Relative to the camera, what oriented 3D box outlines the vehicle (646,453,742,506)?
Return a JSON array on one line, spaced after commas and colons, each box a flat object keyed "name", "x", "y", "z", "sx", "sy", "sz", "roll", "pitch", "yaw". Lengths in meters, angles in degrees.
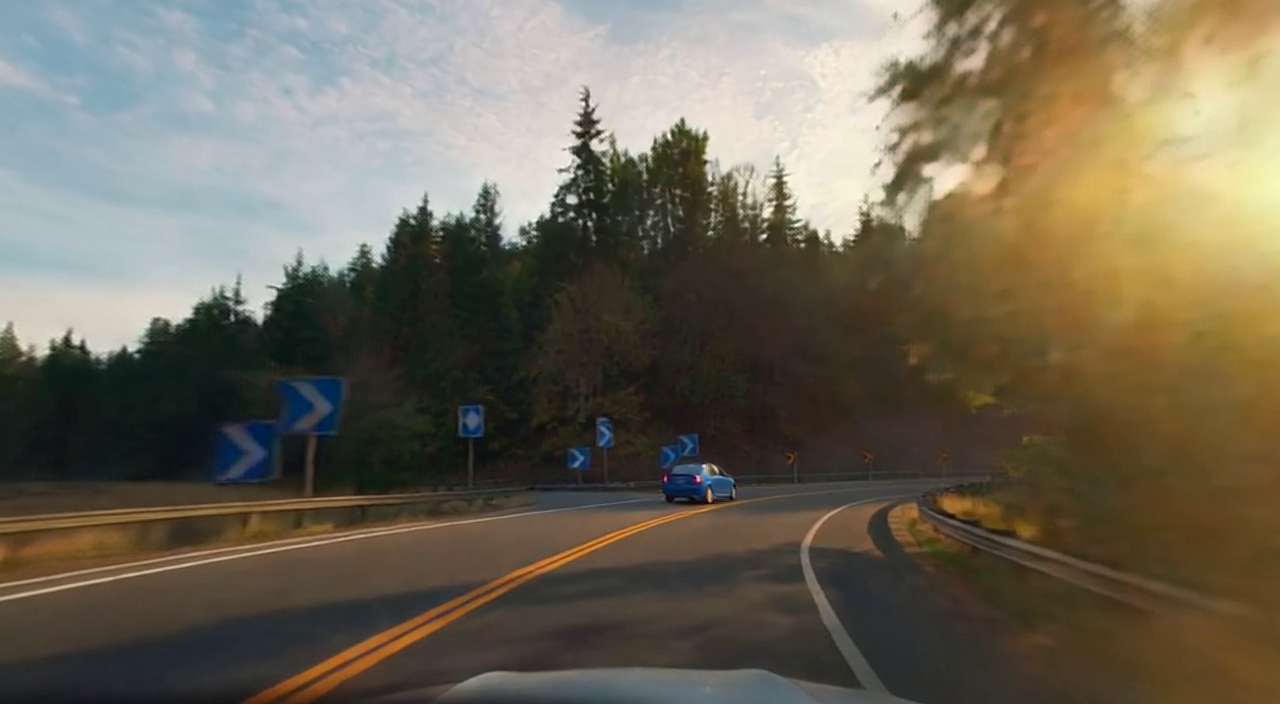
[{"name": "vehicle", "x": 2.085, "y": 4.602, "z": 22.929, "sx": 1.997, "sy": 1.692, "sz": 4.422, "roll": -4, "pitch": -11, "yaw": 26}]
